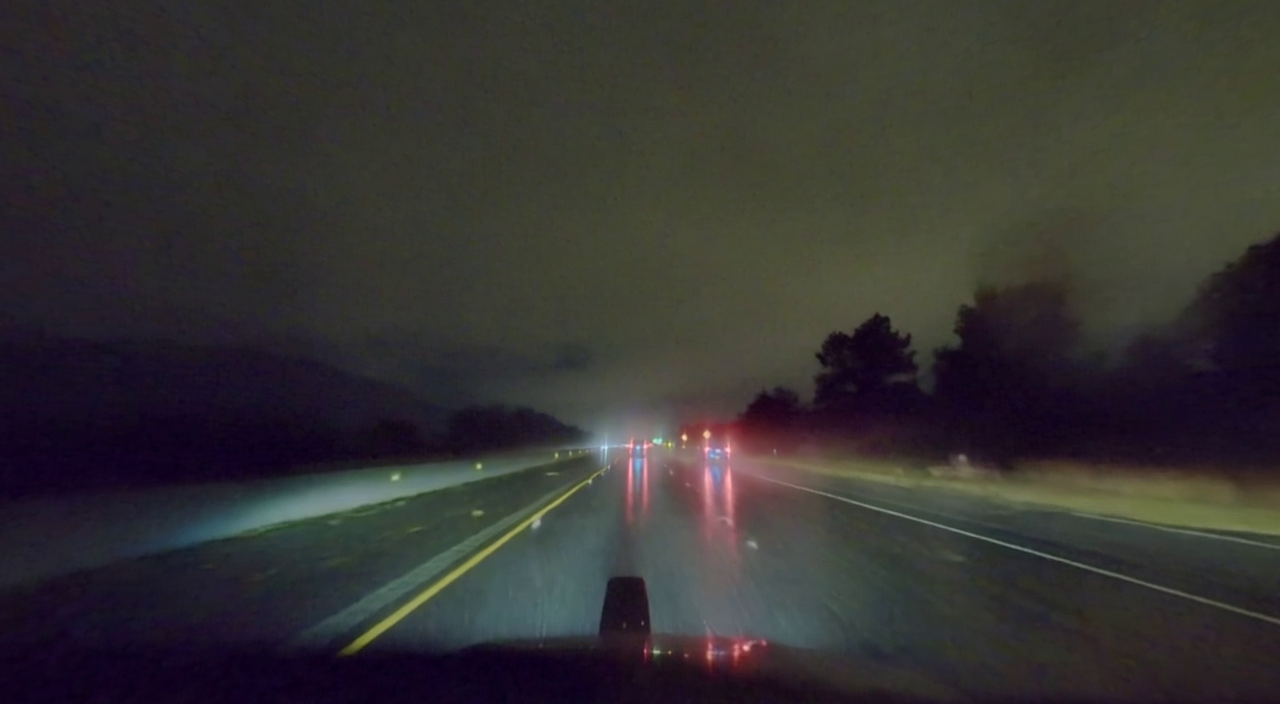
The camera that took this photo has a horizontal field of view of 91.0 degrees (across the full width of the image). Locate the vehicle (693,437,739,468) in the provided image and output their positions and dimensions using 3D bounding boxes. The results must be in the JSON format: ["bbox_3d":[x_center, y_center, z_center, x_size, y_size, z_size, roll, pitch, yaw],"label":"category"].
[{"bbox_3d":[4.108,5.499,34.621,2.037,1.609,4.036,0,-8,0],"label":"vehicle"}]

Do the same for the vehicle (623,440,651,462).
[{"bbox_3d":[-0.206,7.346,46.766,2.009,1.554,4.013,0,-8,1],"label":"vehicle"}]
